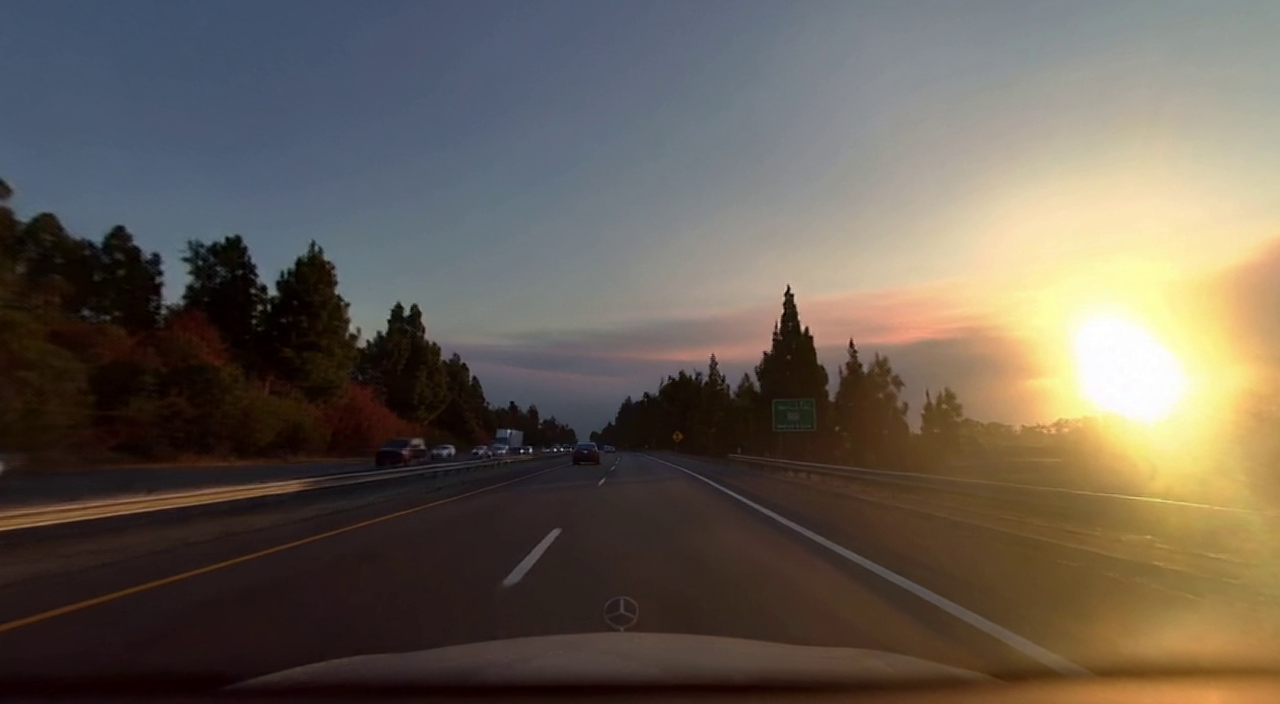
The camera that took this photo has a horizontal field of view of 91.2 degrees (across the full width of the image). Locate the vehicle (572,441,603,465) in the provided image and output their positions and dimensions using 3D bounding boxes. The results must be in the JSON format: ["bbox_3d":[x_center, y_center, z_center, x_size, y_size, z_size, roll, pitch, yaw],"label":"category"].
[{"bbox_3d":[-3.991,7.736,48.132,2.098,1.692,4.038,0,-9,0],"label":"vehicle"}]

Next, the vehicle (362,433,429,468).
[{"bbox_3d":[-14.789,5.983,38.229,2.109,1.954,4.790,-1,-9,1],"label":"vehicle"}]
